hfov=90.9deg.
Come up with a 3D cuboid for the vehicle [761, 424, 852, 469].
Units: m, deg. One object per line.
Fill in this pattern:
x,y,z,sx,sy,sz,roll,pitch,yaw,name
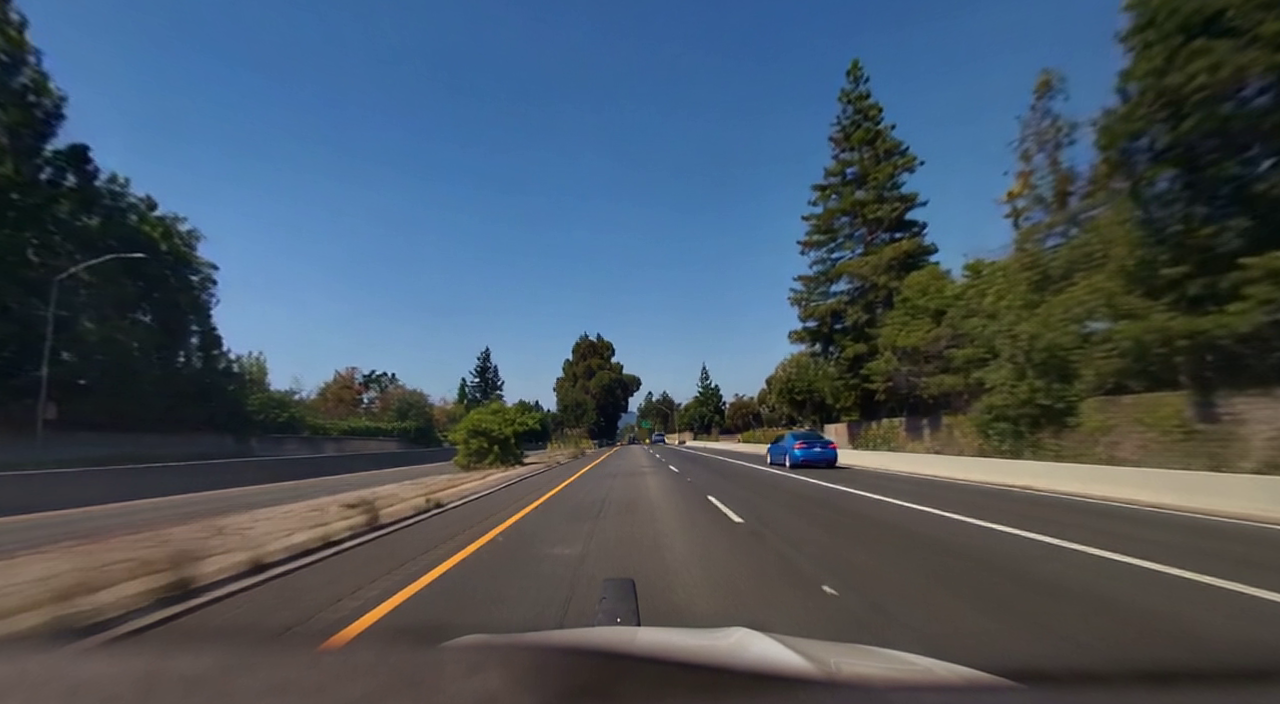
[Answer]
6.836,3.953,26.516,2.273,1.698,4.863,0,-8,-3,vehicle
